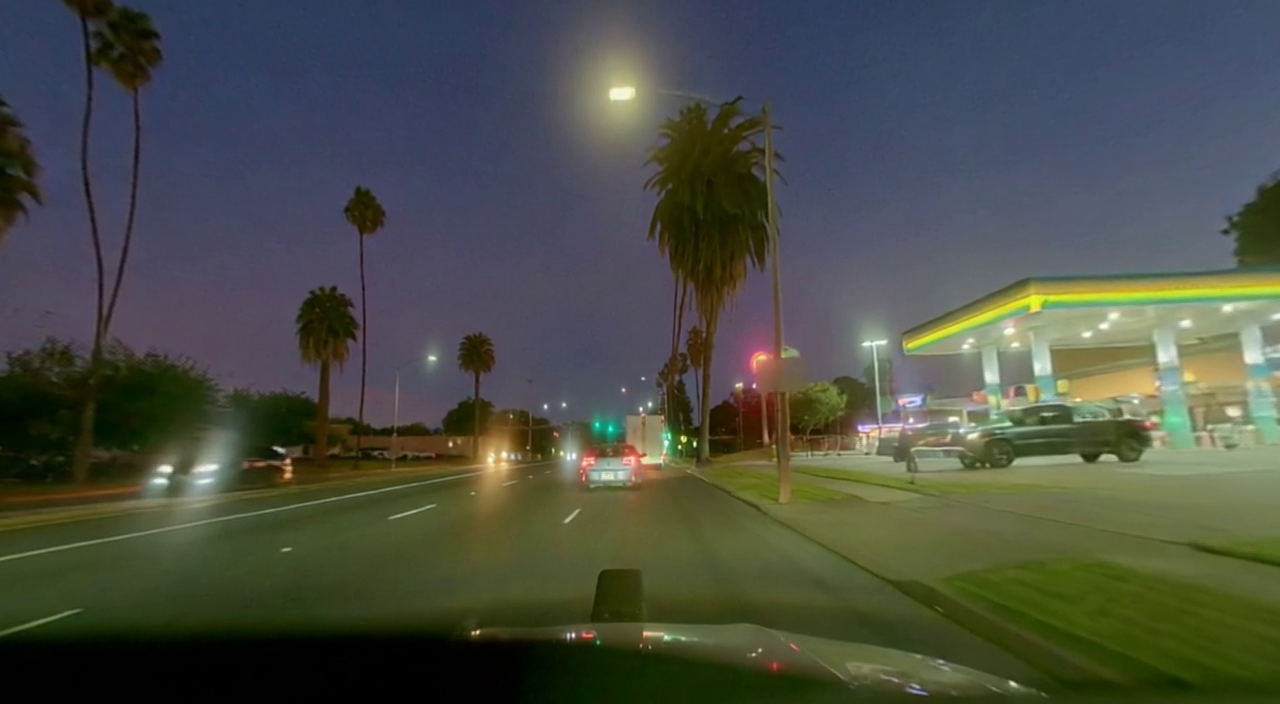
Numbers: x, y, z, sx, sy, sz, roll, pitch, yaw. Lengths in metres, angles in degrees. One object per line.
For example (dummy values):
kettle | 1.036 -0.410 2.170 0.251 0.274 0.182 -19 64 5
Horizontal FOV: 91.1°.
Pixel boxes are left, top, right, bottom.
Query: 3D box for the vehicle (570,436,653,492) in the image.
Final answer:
vehicle | -0.733 3.380 19.307 2.145 1.483 4.453 -1 -9 3

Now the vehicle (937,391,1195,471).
vehicle | 12.330 2.351 18.485 5.968 2.162 2.319 1 -9 -5

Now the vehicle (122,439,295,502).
vehicle | -12.252 3.373 18.271 1.895 1.592 4.305 0 -9 1

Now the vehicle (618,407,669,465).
vehicle | 0.222 5.640 41.852 3.100 3.468 8.108 0 -8 0
